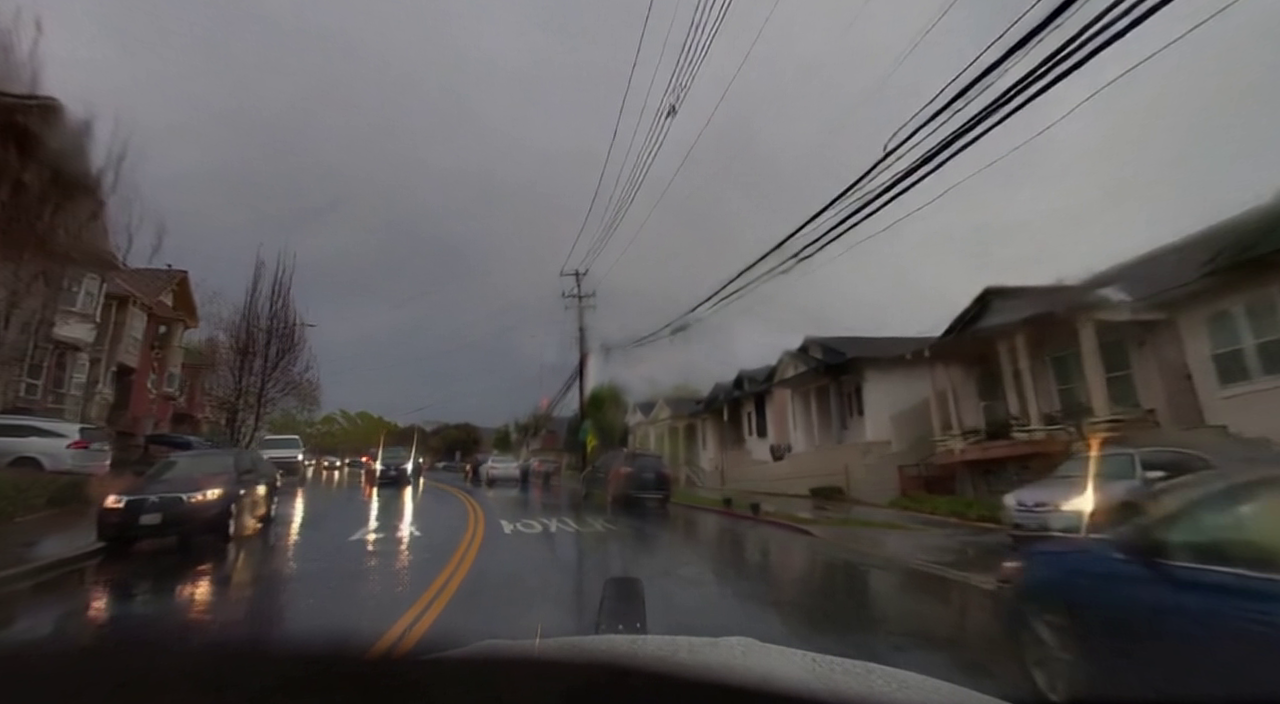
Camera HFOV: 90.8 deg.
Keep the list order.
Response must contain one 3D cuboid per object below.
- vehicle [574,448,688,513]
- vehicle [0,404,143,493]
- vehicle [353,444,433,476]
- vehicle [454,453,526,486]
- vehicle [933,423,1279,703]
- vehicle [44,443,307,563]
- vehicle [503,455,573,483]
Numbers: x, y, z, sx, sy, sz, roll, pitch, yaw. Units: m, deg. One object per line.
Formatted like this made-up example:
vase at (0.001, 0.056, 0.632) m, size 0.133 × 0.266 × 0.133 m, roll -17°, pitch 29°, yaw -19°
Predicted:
vehicle at (-0.428, 3.771, 19.129) m, size 1.994 × 1.682 × 4.750 m, roll 4°, pitch -9°, yaw -19°
vehicle at (-15.556, 2.236, 14.613) m, size 5.822 × 1.956 × 2.355 m, roll 4°, pitch -9°, yaw -24°
vehicle at (-17.077, 7.445, 43.544) m, size 5.504 × 1.869 × 2.449 m, roll -7°, pitch -17°, yaw 38°
vehicle at (-8.020, 6.192, 33.522) m, size 1.923 × 1.531 × 4.568 m, roll 8°, pitch -12°, yaw -37°
vehicle at (3.191, 0.978, 2.094) m, size 2.078 × 1.484 × 4.589 m, roll 0°, pitch -9°, yaw -2°
vehicle at (-7.903, 2.514, 11.457) m, size 2.023 × 1.674 × 4.556 m, roll 1°, pitch -9°, yaw -12°
vehicle at (-6.592, 7.587, 41.153) m, size 2.023 × 1.586 × 4.163 m, roll -9°, pitch -11°, yaw 42°
